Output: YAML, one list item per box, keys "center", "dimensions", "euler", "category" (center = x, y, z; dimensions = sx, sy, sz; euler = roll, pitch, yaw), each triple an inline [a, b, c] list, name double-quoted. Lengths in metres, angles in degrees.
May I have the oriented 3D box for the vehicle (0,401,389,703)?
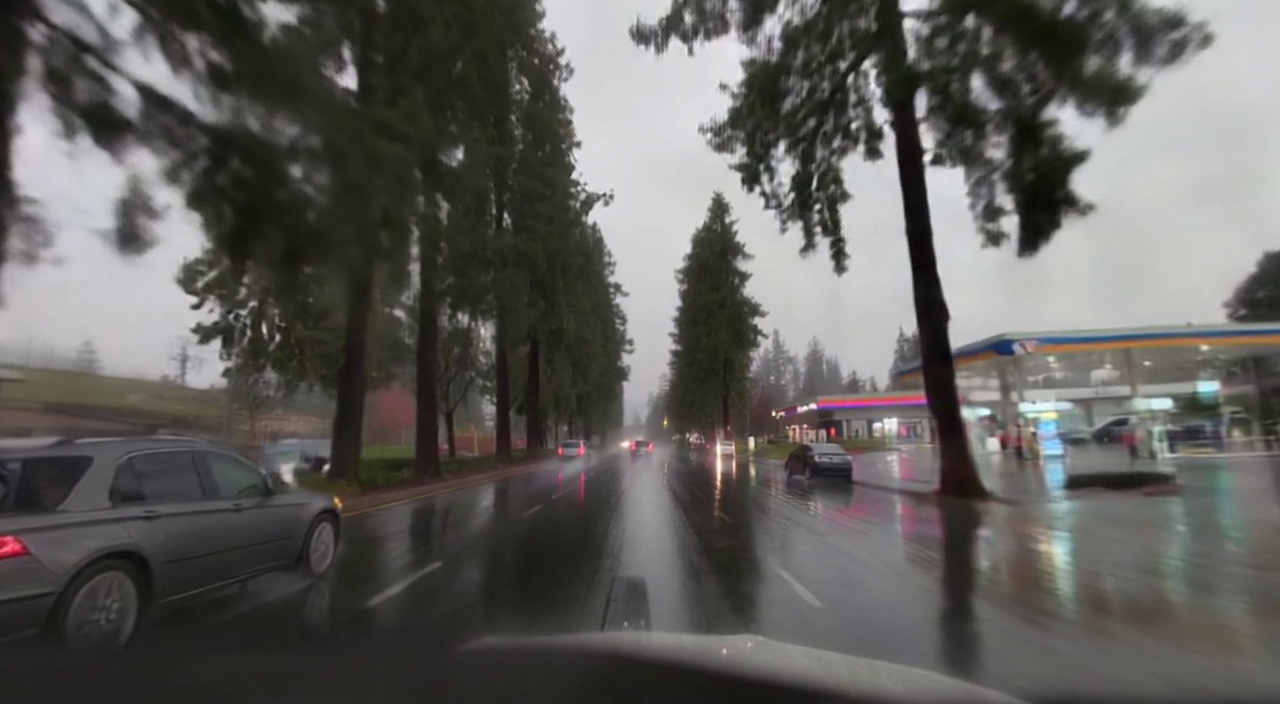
- center: [-4.067, 1.288, 4.949]
  dimensions: [1.988, 1.530, 5.155]
  euler: [0, -8, 1]
  category: "vehicle"

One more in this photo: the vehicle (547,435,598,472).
- center: [-3.384, 5.220, 32.567]
  dimensions: [2.051, 1.747, 4.370]
  euler: [0, -8, 1]
  category: "vehicle"

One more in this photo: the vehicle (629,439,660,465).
- center: [0.264, 6.473, 40.916]
  dimensions: [1.922, 1.579, 3.642]
  euler: [0, -8, 0]
  category: "vehicle"

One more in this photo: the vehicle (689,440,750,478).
- center: [3.325, 4.576, 27.268]
  dimensions: [2.010, 1.486, 4.498]
  euler: [0, -8, 0]
  category: "vehicle"

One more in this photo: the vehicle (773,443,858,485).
- center: [6.386, 4.109, 23.478]
  dimensions: [1.856, 1.421, 4.357]
  euler: [0, -8, -1]
  category: "vehicle"
